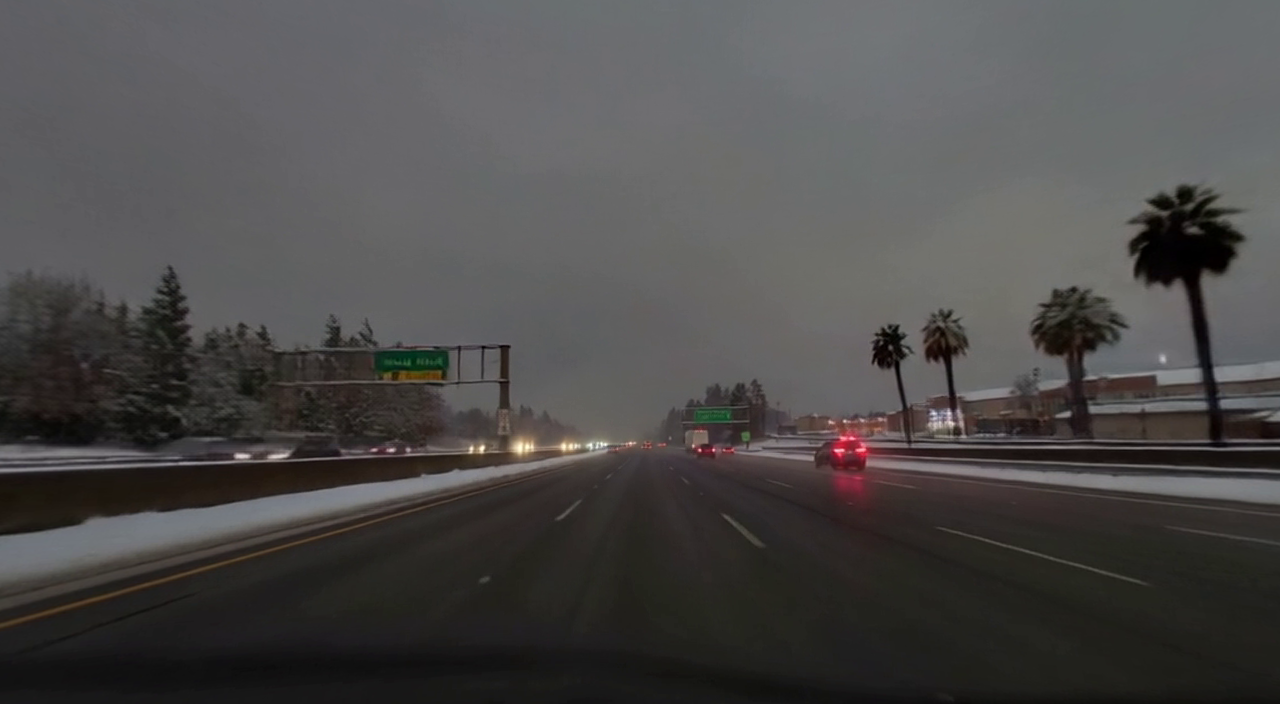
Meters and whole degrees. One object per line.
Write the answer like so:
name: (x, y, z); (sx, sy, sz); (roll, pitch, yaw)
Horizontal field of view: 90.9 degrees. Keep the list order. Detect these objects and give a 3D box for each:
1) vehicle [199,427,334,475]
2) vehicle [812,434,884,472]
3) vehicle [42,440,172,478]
vehicle: (-15.884, 4.252, 27.345); (2.274, 1.848, 5.737); (0, -8, 1)
vehicle: (11.038, 5.367, 33.818); (2.168, 1.861, 4.678); (0, -8, -1)
vehicle: (-22.160, 4.437, 26.465); (1.750, 1.462, 4.168); (0, -8, 1)
